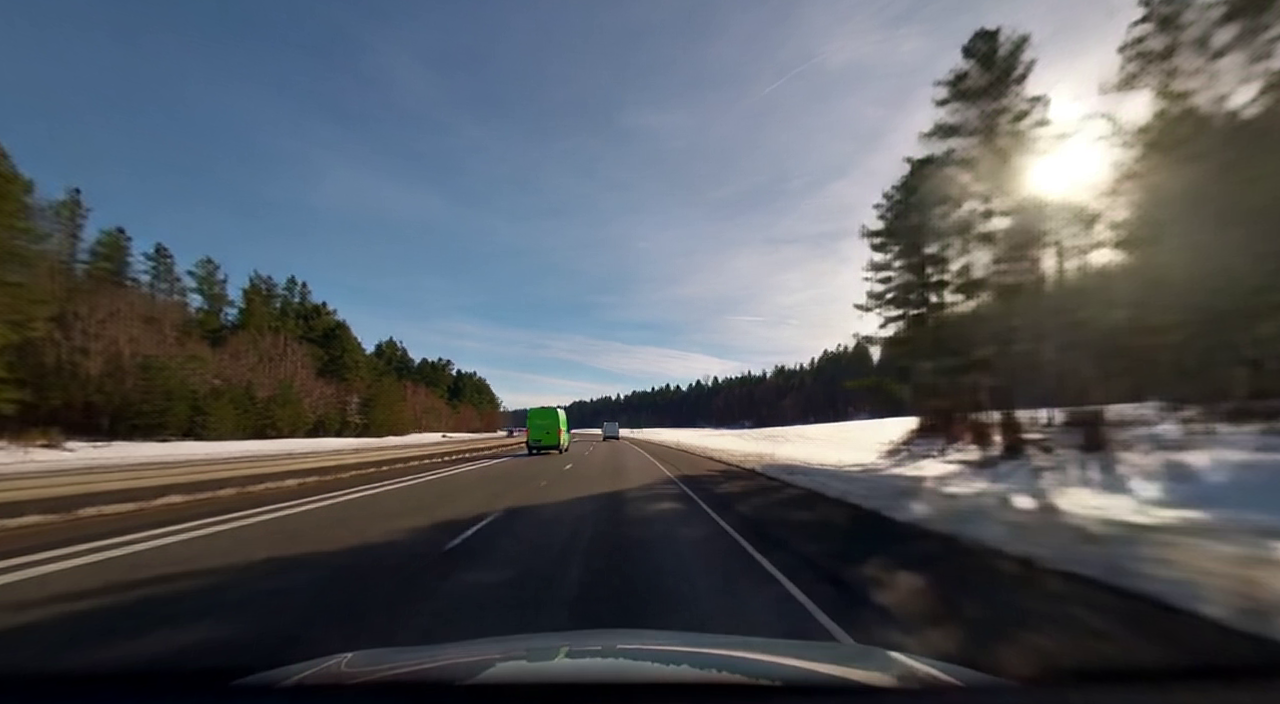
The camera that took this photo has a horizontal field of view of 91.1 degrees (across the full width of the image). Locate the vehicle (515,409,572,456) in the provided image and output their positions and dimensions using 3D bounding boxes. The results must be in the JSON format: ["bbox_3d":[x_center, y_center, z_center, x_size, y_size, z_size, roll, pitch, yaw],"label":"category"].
[{"bbox_3d":[-5.484,4.715,36.662,2.561,2.509,5.465,0,-8,-1],"label":"vehicle"}]
